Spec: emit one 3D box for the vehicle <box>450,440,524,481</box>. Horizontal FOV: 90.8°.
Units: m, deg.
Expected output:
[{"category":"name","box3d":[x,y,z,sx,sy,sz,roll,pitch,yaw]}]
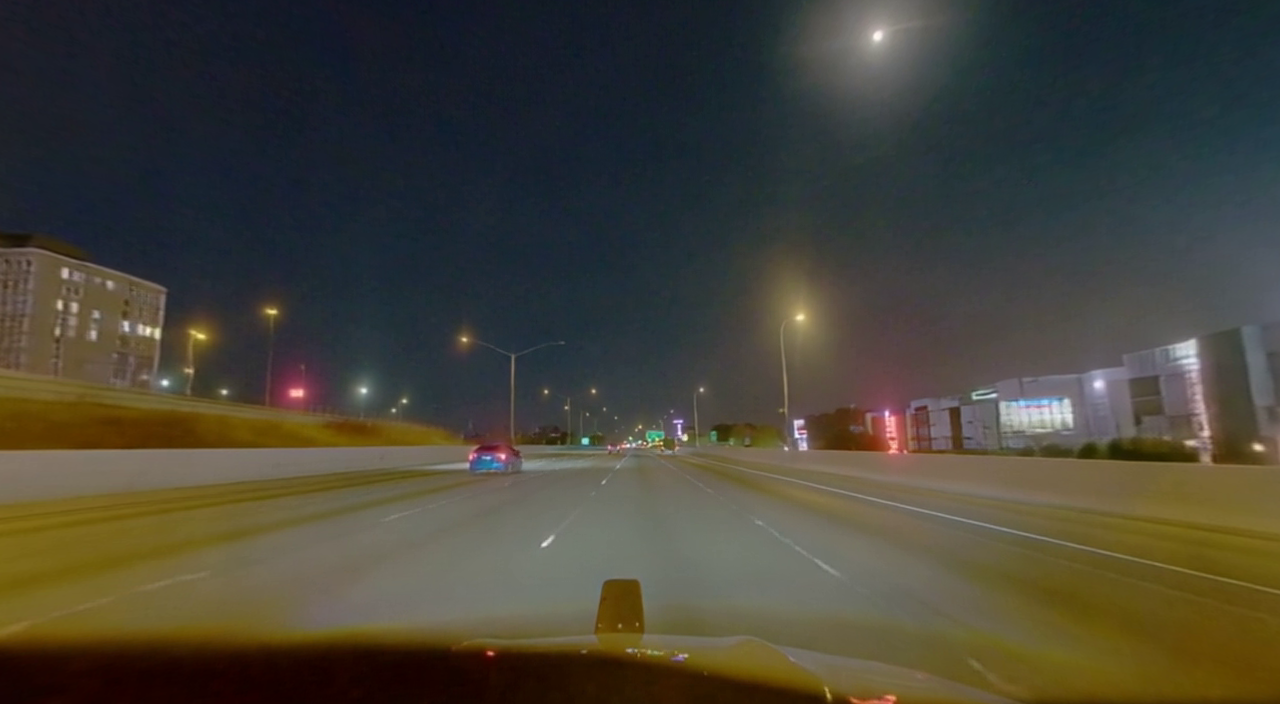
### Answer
[{"category":"vehicle","box3d":[-6.198,4.448,26.149,1.990,1.529,4.288,0,-8,0]}]
